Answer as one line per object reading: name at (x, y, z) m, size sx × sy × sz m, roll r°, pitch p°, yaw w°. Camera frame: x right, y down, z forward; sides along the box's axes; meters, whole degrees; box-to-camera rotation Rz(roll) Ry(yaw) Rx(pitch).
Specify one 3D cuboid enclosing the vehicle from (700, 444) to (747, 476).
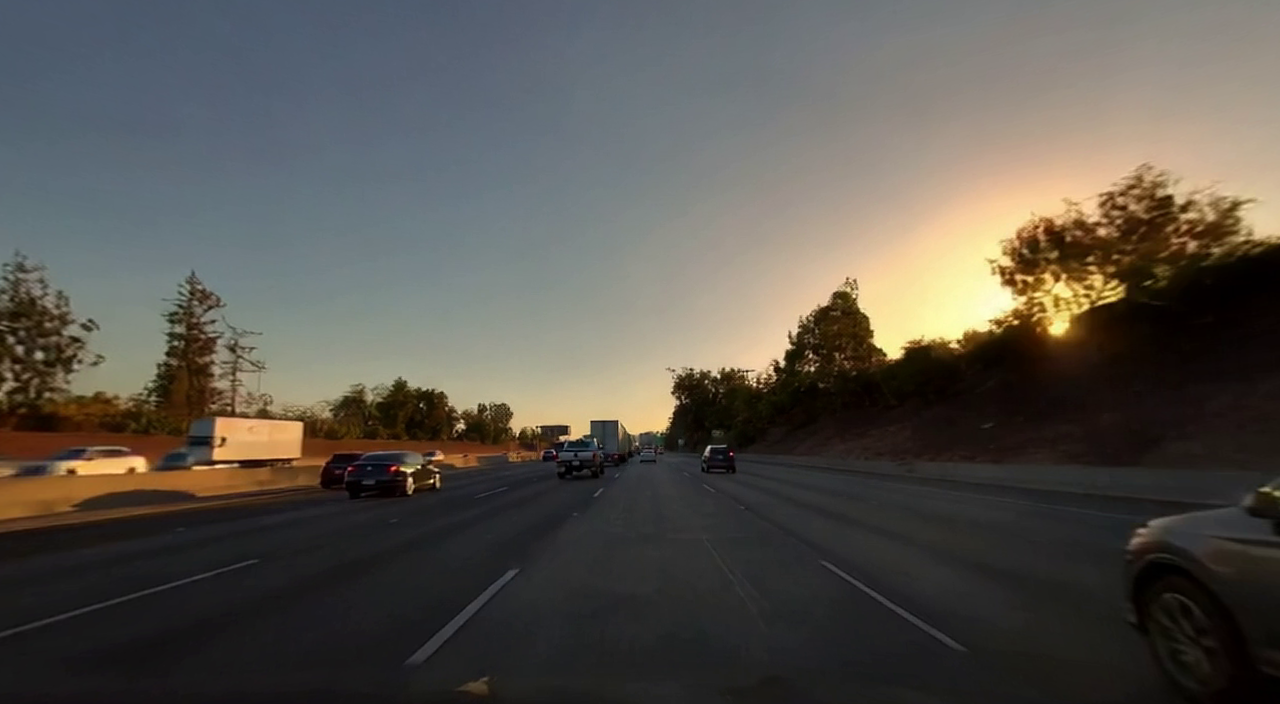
vehicle at (4.576, 5.973, 35.205) m, size 2.026 × 1.661 × 3.865 m, roll 0°, pitch -8°, yaw -1°

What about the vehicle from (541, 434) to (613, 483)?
vehicle at (-2.754, 4.918, 29.587) m, size 2.645 × 2.023 × 6.491 m, roll 0°, pitch -9°, yaw 1°

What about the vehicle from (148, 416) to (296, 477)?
vehicle at (-28.248, 6.524, 43.547) m, size 2.942 × 3.699 × 10.305 m, roll 0°, pitch -9°, yaw 1°

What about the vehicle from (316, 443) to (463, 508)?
vehicle at (-6.553, 3.255, 17.102) m, size 2.235 × 1.506 × 4.159 m, roll 0°, pitch -8°, yaw 1°

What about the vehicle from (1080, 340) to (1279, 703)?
vehicle at (3.363, 0.610, 1.141) m, size 2.028 × 1.658 × 4.334 m, roll -1°, pitch -9°, yaw 1°
